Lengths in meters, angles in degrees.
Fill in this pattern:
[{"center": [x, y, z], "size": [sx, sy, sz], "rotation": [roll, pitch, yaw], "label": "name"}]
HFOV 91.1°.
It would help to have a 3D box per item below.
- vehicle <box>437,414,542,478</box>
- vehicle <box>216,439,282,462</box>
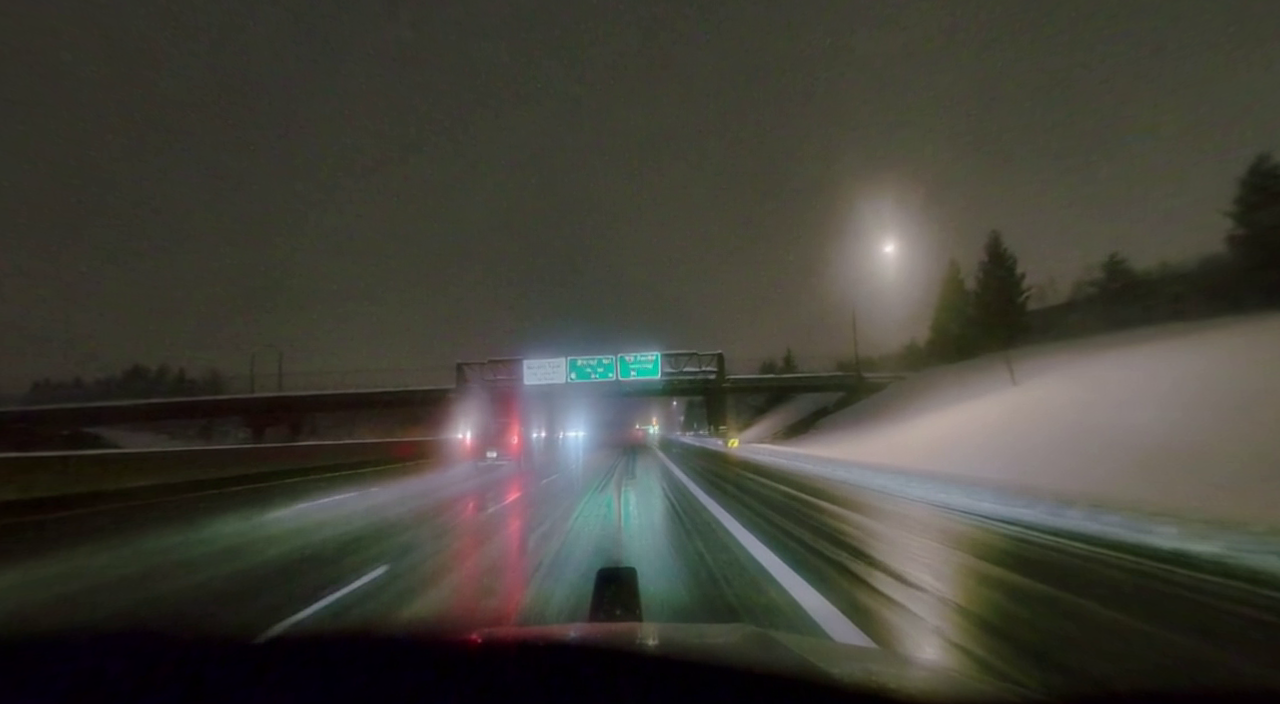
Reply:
[{"center": [-4.531, 2.917, 19.756], "size": [2.153, 1.730, 4.772], "rotation": [0, -8, 0], "label": "vehicle"}, {"center": [-27.177, 6.848, 43.848], "size": [1.819, 1.503, 4.311], "rotation": [0, -8, -1], "label": "vehicle"}]
